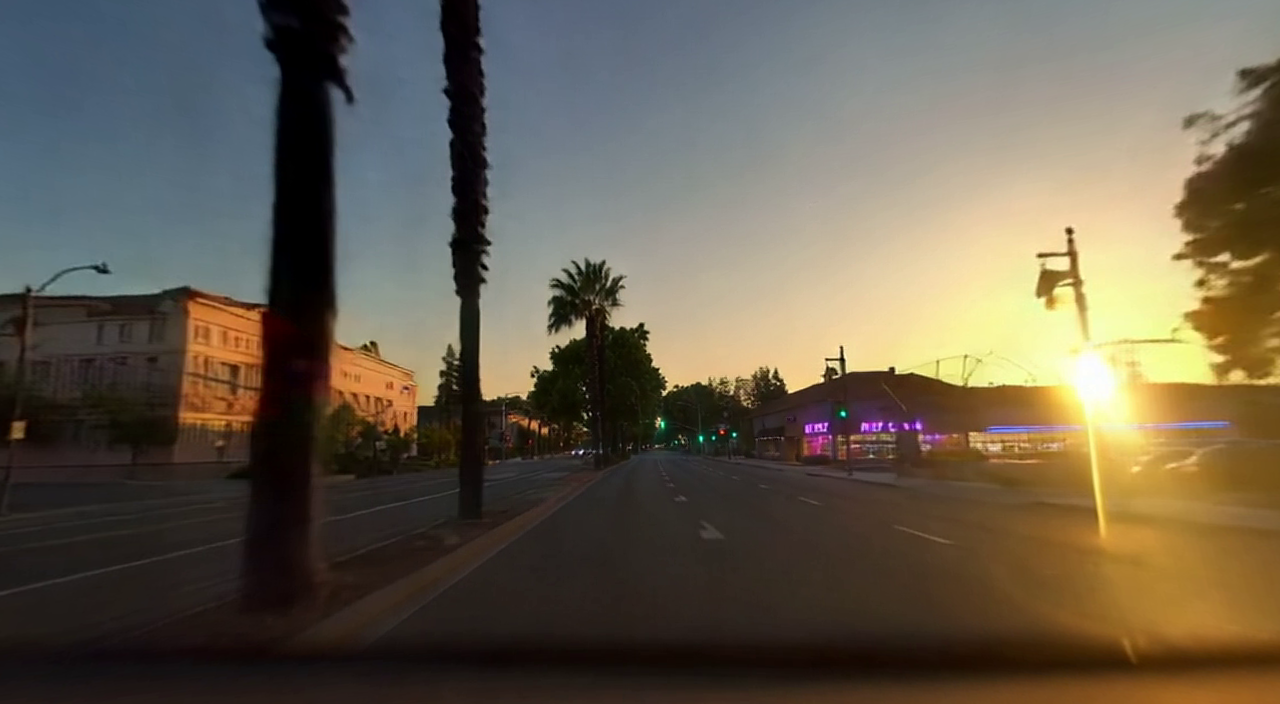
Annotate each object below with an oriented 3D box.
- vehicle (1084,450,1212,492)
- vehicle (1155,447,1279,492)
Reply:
[{"bbox_3d":[22.437,5.231,28.178,1.996,1.683,4.379,0,-9,-1],"label":"vehicle"},{"bbox_3d":[25.563,5.044,27.601,2.053,1.784,4.672,0,-8,-1],"label":"vehicle"}]
